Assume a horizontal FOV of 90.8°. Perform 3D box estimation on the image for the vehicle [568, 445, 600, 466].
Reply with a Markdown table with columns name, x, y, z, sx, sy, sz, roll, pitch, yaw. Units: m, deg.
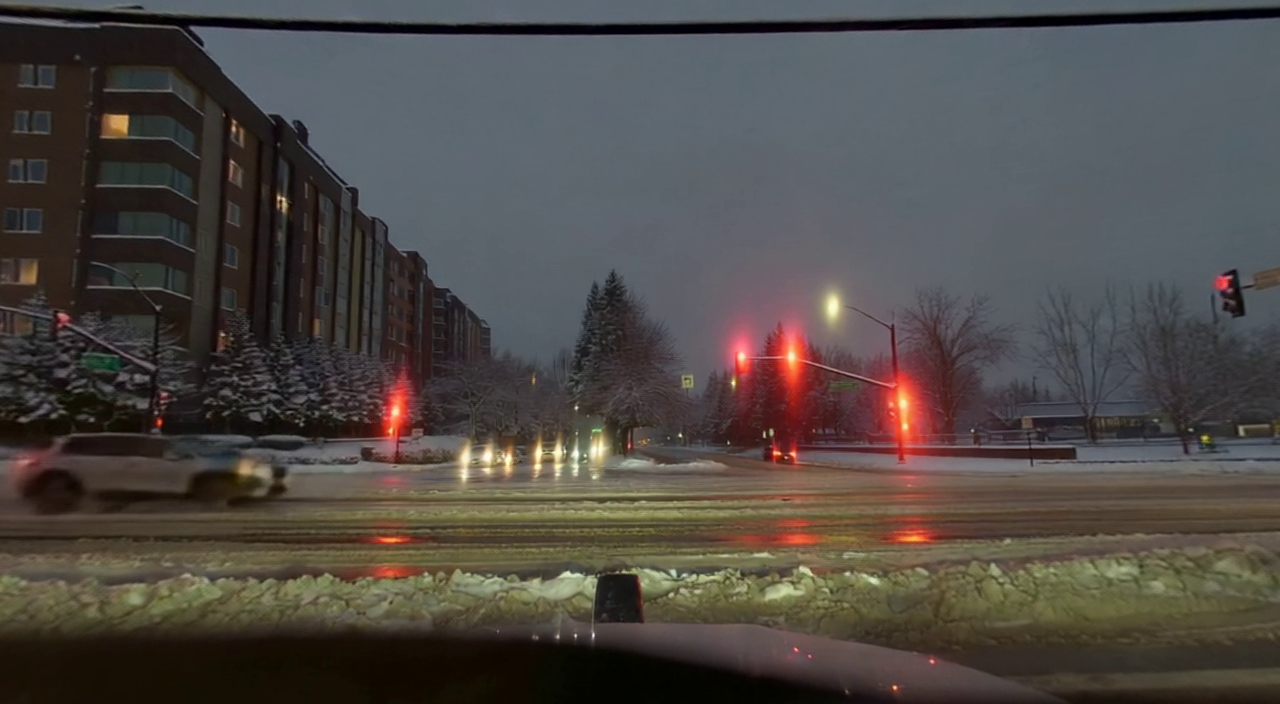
| name | x | y | z | sx | sy | sz | roll | pitch | yaw |
| --- | --- | --- | --- | --- | --- | --- | --- | --- | --- |
| vehicle | -4.343 | 8.126 | 49.742 | 2.130 | 1.613 | 4.121 | 0 | -8 | 0 |

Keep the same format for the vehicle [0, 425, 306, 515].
| name | x | y | z | sx | sy | sz | roll | pitch | yaw |
| --- | --- | --- | --- | --- | --- | --- | --- | --- | --- |
| vehicle | -10.166 | 2.457 | 13.491 | 4.853 | 1.719 | 1.986 | 1 | -8 | -6 |

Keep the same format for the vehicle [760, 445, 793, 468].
| name | x | y | z | sx | sy | sz | roll | pitch | yaw |
| --- | --- | --- | --- | --- | --- | --- | --- | --- | --- |
| vehicle | 9.083 | 6.925 | 42.135 | 2.043 | 1.454 | 4.424 | -2 | -9 | 11 |
